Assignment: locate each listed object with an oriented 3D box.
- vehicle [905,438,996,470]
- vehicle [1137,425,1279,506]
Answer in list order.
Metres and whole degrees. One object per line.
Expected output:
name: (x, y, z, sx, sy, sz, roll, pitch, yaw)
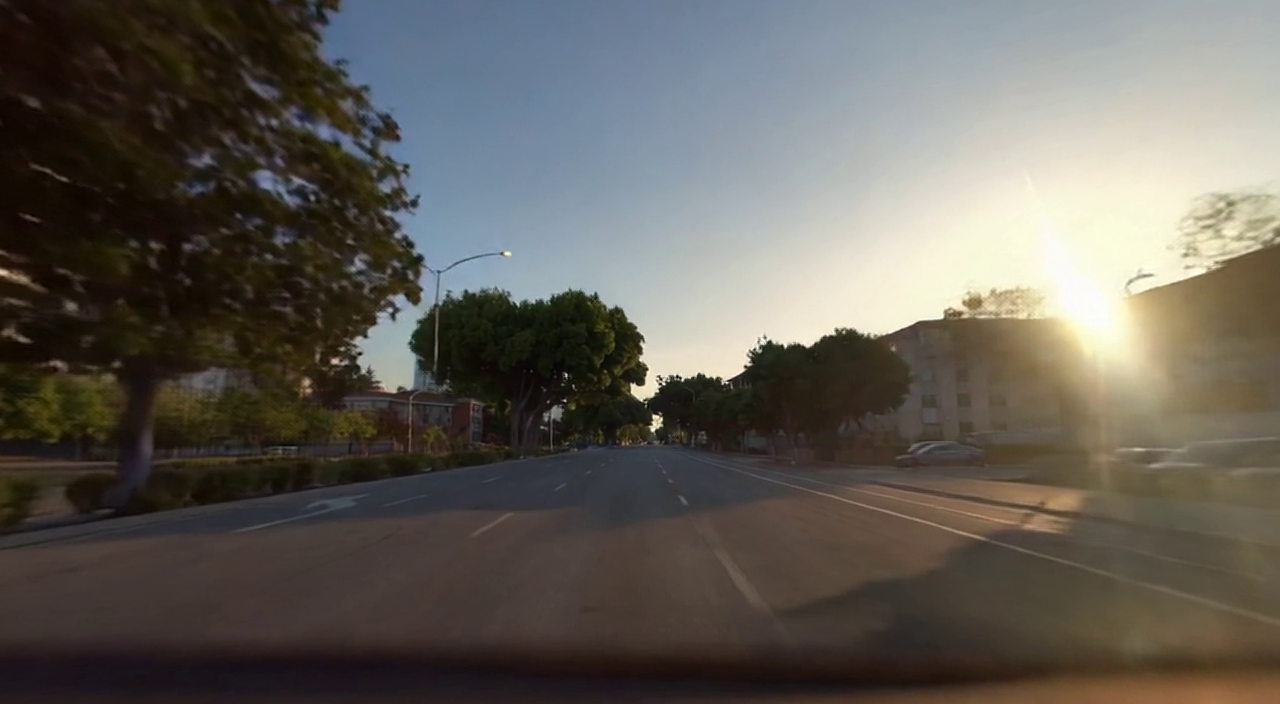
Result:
vehicle: (15.344, 5.051, 31.429, 1.931, 1.475, 4.671, 0, -8, -3)
vehicle: (15.003, 2.604, 14.737, 4.790, 1.737, 2.137, -1, -8, 2)
